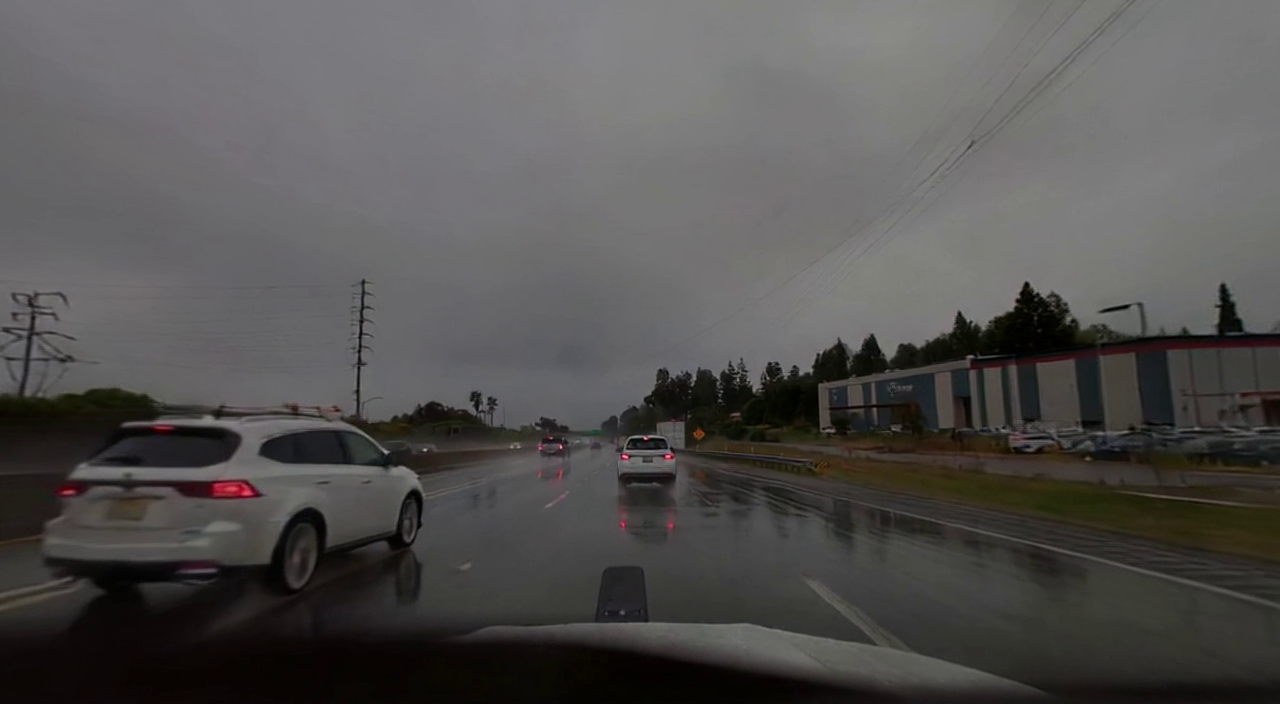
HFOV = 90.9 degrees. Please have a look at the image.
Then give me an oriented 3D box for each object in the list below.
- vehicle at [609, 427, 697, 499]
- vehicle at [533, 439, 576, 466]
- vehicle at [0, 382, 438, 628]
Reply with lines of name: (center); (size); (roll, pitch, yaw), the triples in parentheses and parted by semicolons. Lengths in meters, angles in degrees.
vehicle: (0.315, 2.993, 17.374); (2.134, 1.733, 4.049); (0, -8, 0)
vehicle: (-6.026, 7.107, 44.819); (2.220, 1.841, 4.516); (0, -8, 3)
vehicle: (-3.992, 1.419, 6.802); (2.125, 1.764, 4.393); (0, -8, 0)
